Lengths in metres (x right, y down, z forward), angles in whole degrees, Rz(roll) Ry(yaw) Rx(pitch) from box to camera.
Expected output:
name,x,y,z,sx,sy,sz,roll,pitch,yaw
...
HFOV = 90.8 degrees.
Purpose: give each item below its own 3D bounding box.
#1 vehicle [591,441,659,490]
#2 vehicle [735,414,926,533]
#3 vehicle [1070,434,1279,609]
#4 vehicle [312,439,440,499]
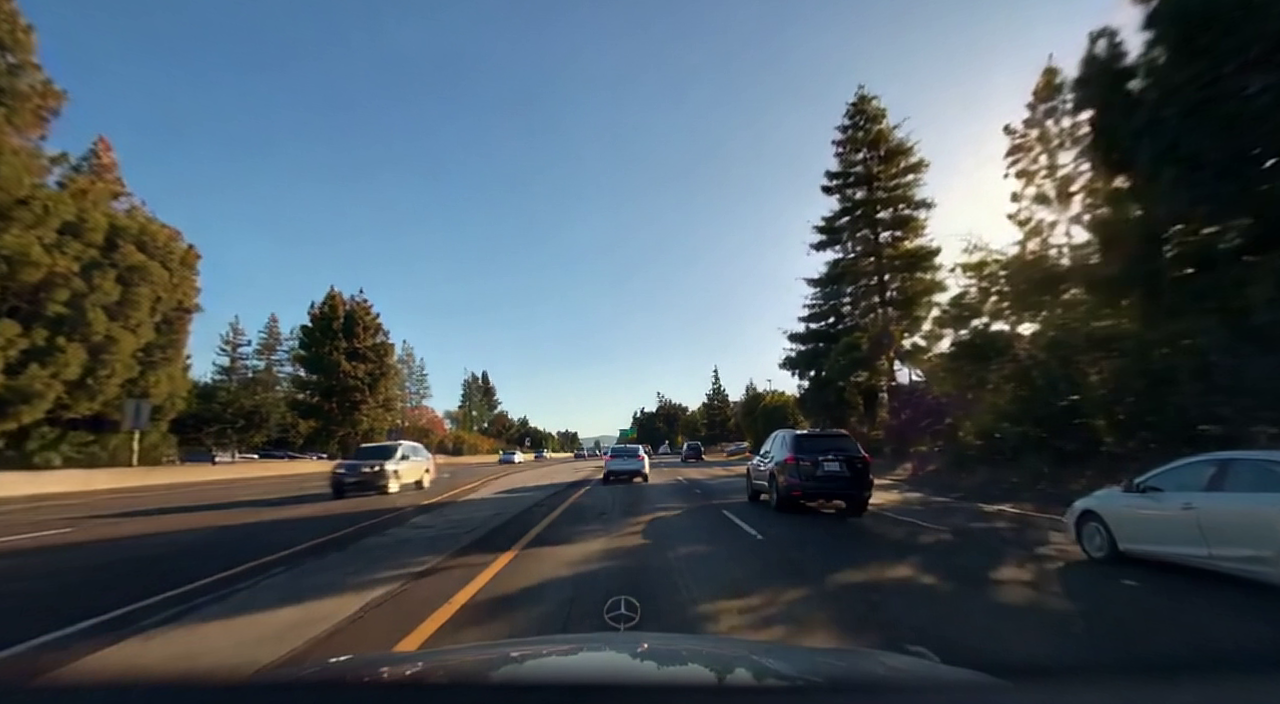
name,x,y,z,sx,sy,sz,roll,pitch,yaw
vehicle,-0.452,3.714,20.955,2.040,1.451,3.736,0,-9,0
vehicle,3.333,2.245,12.237,2.186,1.842,4.553,0,-9,-1
vehicle,6.640,1.453,5.481,2.434,1.467,4.726,0,-9,-1
vehicle,-7.571,3.393,18.696,2.011,1.536,4.411,0,-9,-2
